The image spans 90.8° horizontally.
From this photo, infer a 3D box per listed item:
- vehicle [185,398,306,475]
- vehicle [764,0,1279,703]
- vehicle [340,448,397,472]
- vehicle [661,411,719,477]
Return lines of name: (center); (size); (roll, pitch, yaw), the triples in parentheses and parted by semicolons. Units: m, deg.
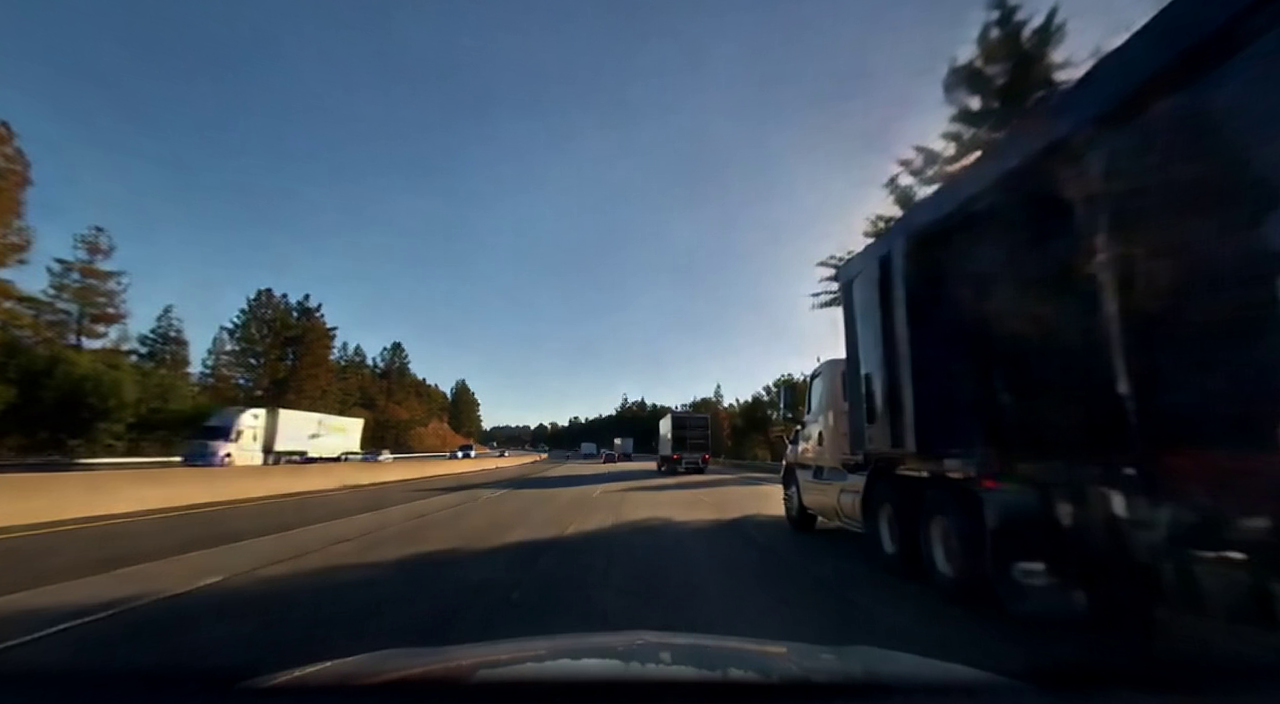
vehicle: (-22.223, 4.856, 36.041); (3.018, 4.008, 5.908); (0, -9, -2)
vehicle: (4.292, 0.698, 8.181); (2.989, 3.997, 11.037); (0, -9, -1)
vehicle: (-17.992, 7.175, 42.049); (1.863, 1.512, 4.682); (0, -9, -1)
vehicle: (3.194, 6.258, 42.767); (2.826, 4.035, 8.369); (0, -9, -3)
